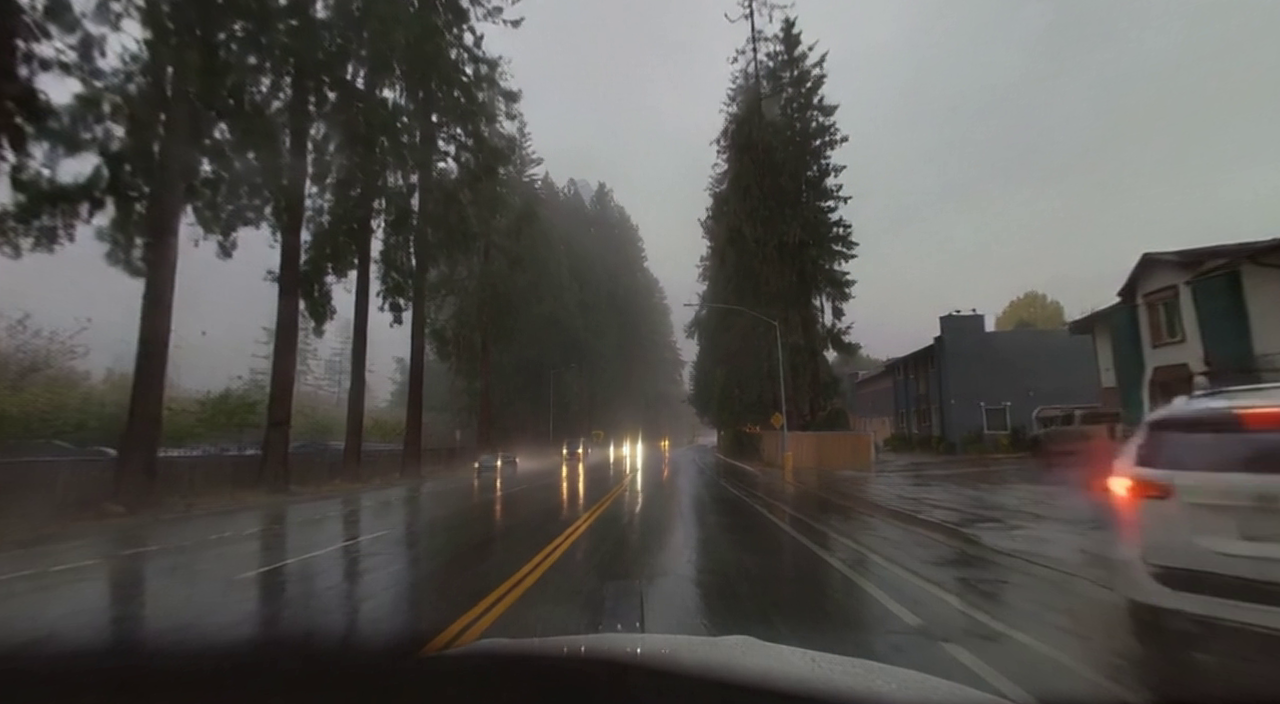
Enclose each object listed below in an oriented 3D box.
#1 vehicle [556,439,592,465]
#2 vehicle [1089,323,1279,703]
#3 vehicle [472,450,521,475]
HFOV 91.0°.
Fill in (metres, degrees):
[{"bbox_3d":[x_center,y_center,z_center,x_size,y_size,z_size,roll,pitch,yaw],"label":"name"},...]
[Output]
[{"bbox_3d":[-4.960,7.601,48.007,2.063,1.859,4.812,0,-8,2],"label":"vehicle"},{"bbox_3d":[4.973,0.899,3.673,4.724,1.862,2.268,5,-10,-36],"label":"vehicle"},{"bbox_3d":[-8.958,6.932,39.763,1.865,1.441,4.422,0,-8,3],"label":"vehicle"}]
